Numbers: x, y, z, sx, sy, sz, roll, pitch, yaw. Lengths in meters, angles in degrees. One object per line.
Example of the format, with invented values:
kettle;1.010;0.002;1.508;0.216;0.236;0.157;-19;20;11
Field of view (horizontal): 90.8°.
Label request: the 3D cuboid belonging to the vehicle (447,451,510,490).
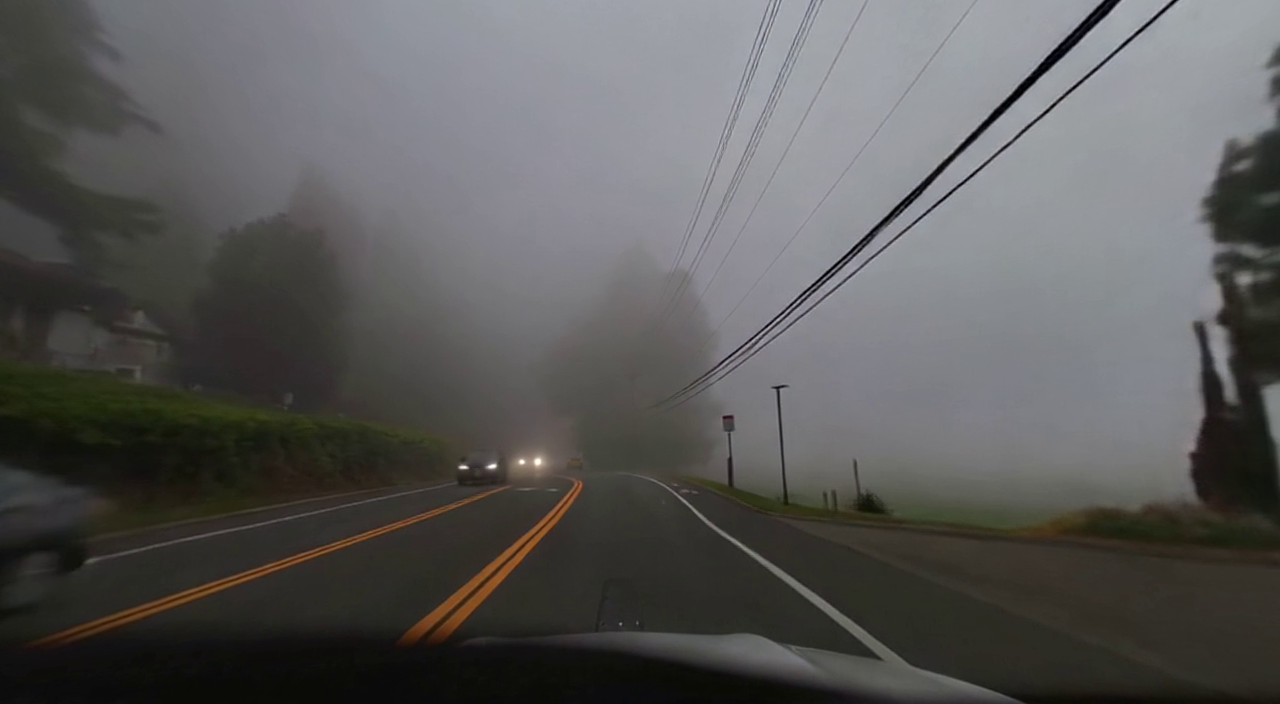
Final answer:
vehicle;-7.647;5.647;30.394;2.116;1.672;4.438;0;-9;-4
